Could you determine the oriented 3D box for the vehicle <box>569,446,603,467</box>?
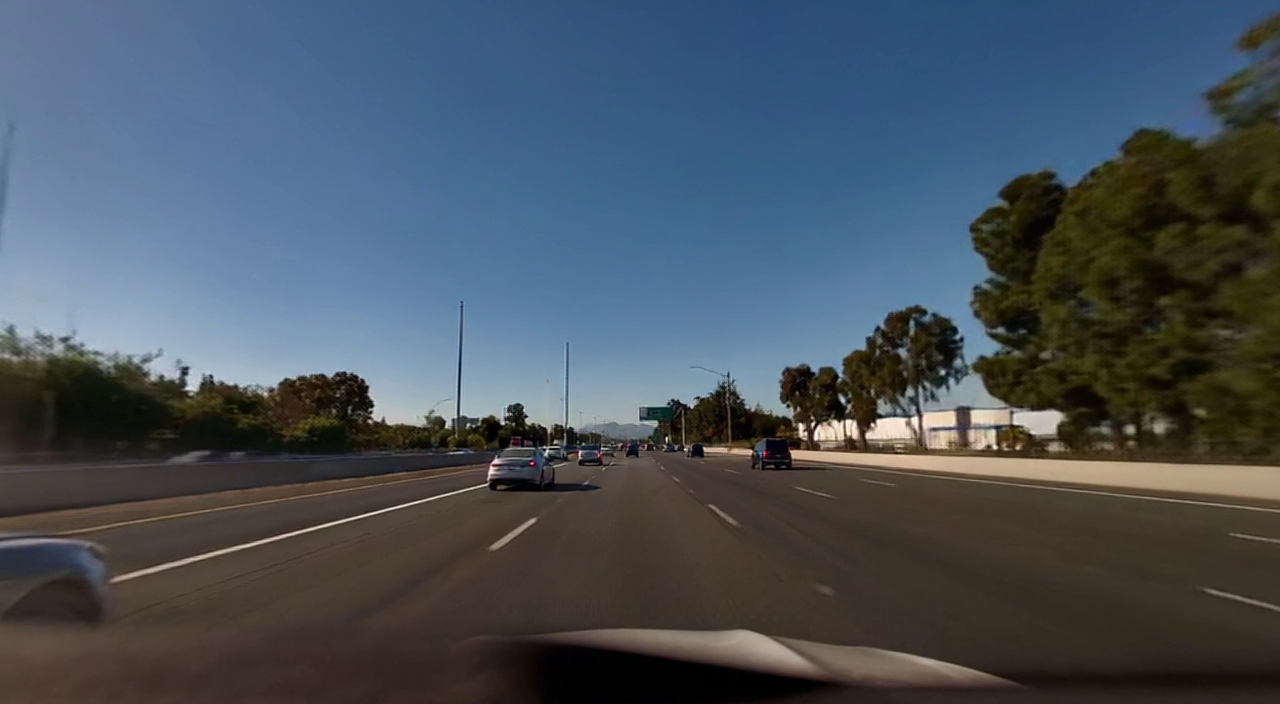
[{"bbox_3d":[-3.891,7.603,46.203,2.078,1.464,4.093,0,-9,0],"label":"vehicle"}]

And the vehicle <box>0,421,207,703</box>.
[{"bbox_3d":[-3.533,0.844,1.486,1.959,1.433,4.291,0,-9,0],"label":"vehicle"}]

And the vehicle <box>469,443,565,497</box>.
[{"bbox_3d":[-3.673,3.623,19.771,2.047,1.469,4.614,0,-9,1],"label":"vehicle"}]

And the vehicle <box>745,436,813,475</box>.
[{"bbox_3d":[6.807,5.125,31.489,2.147,1.769,4.666,0,-9,-2],"label":"vehicle"}]

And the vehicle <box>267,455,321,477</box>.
[{"bbox_3d":[-24.586,8.105,45.049,1.759,1.490,3.716,0,-9,-1],"label":"vehicle"}]
